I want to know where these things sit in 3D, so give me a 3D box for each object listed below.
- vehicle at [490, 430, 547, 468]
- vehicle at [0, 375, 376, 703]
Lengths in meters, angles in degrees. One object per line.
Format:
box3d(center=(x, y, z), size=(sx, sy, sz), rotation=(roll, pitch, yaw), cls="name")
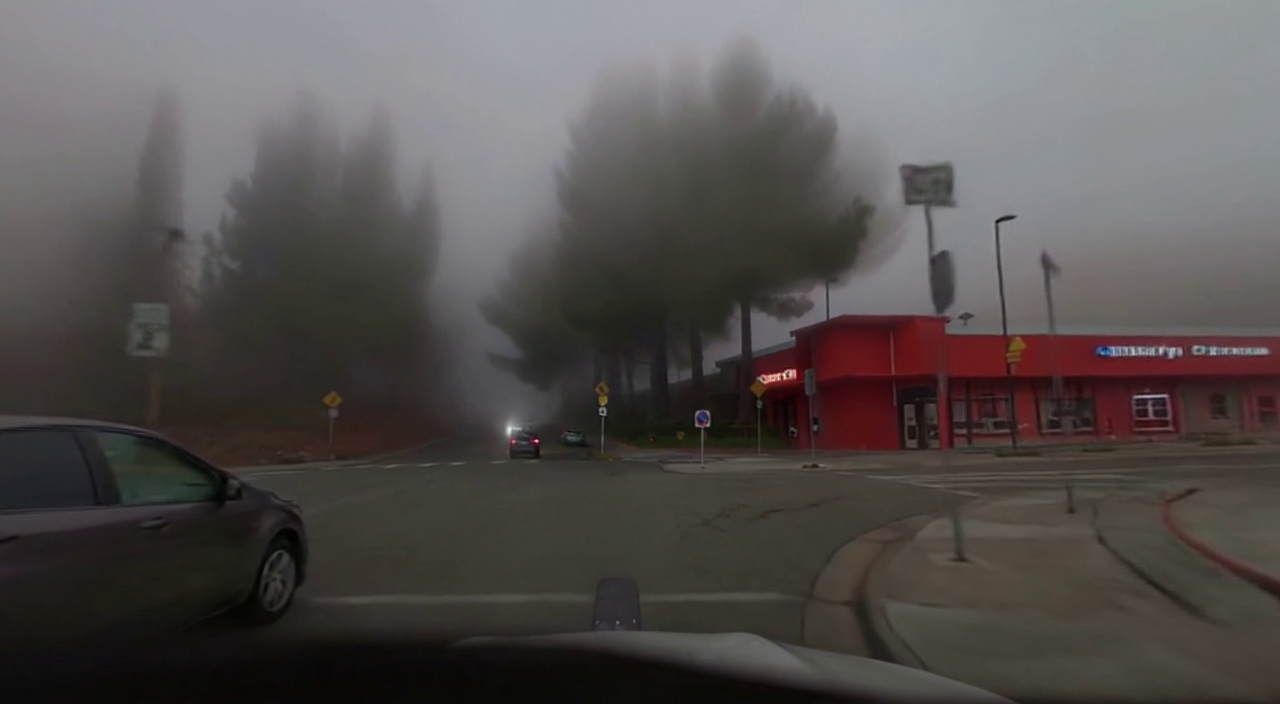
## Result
box3d(center=(-4.953, 3.973, 26.095), size=(1.962, 1.424, 4.289), rotation=(1, -8, -6), cls="vehicle")
box3d(center=(-3.143, 0.954, 3.128), size=(1.853, 1.478, 4.381), rotation=(0, -7, -1), cls="vehicle")
